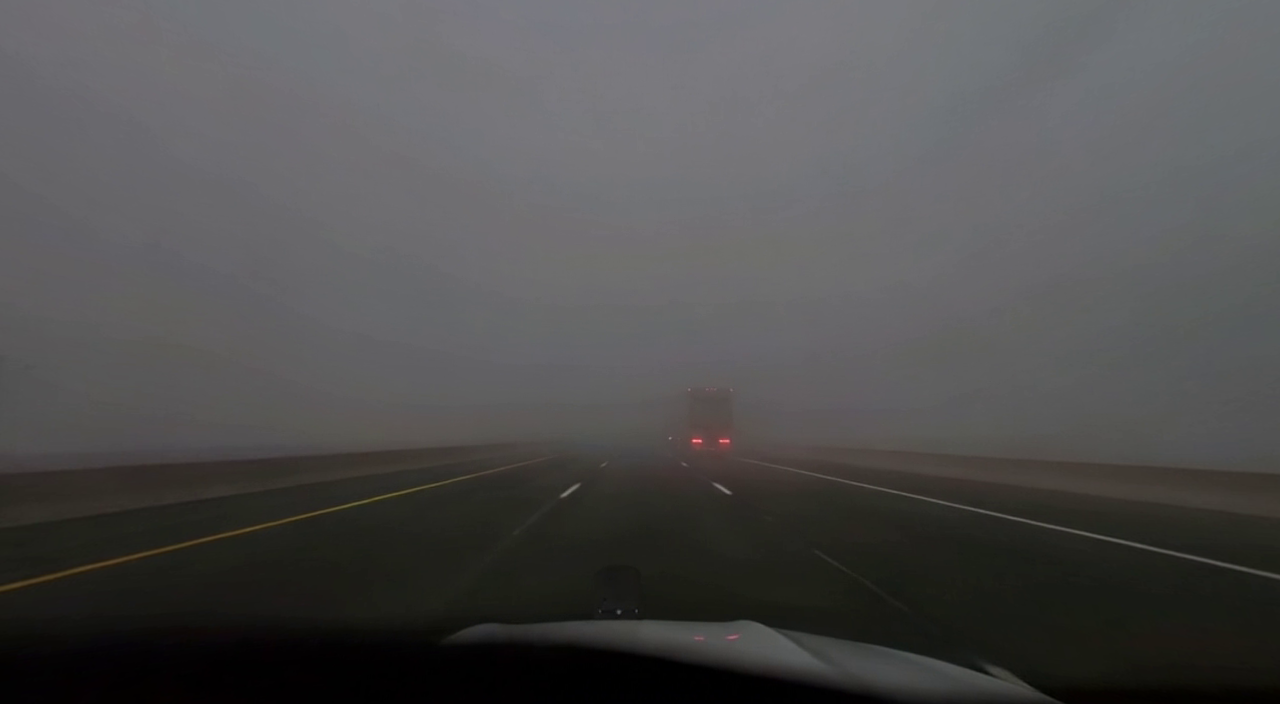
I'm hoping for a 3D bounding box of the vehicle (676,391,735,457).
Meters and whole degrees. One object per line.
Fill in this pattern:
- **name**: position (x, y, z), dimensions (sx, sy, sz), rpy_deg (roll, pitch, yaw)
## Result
- **vehicle**: position (4.407, 5.331, 45.475), dimensions (2.920, 4.029, 13.900), rpy_deg (0, -8, 1)
